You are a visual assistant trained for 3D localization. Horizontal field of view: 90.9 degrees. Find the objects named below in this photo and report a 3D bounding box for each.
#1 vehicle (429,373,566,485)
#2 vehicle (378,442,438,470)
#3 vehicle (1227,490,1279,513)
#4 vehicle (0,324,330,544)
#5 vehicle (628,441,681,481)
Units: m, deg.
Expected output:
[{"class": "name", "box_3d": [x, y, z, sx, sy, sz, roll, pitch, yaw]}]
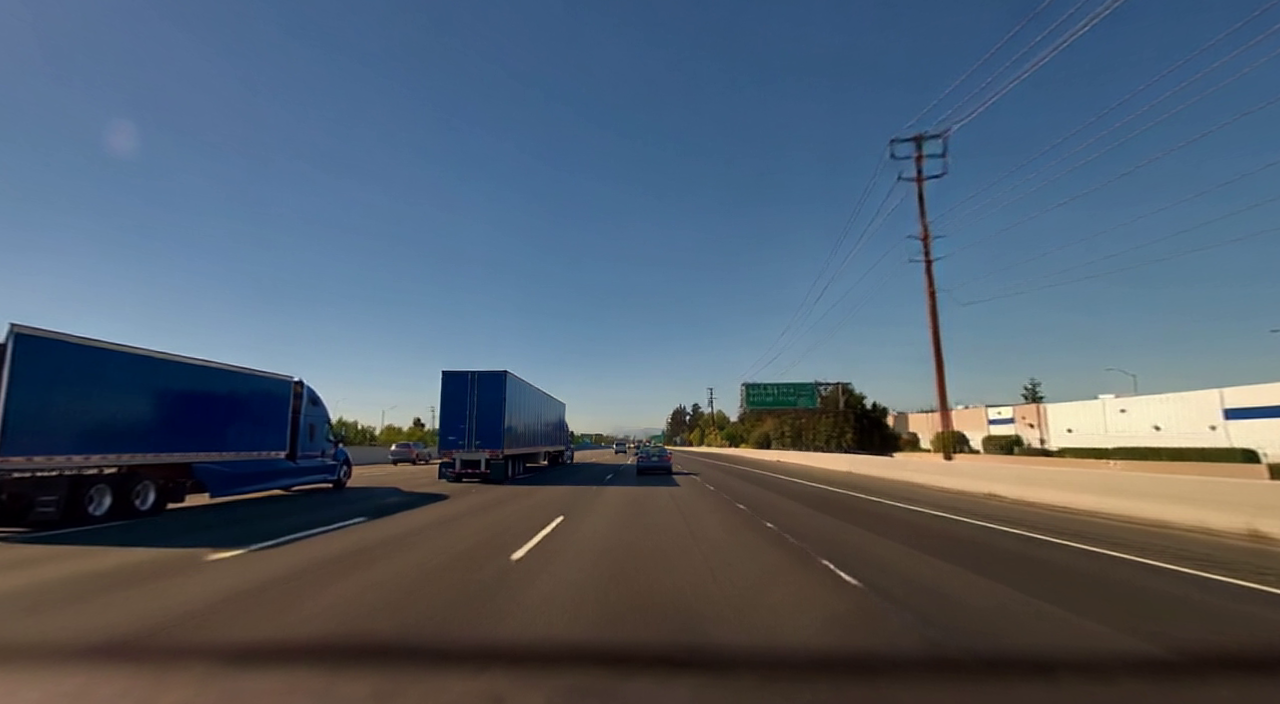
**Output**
[{"class": "vehicle", "box_3d": [-6.088, 3.942, 30.778, 2.907, 4.081, 15.311, 0, -9, 1]}, {"class": "vehicle", "box_3d": [-14.365, 6.463, 39.380, 1.938, 1.679, 4.469, 0, -9, 1]}, {"class": "vehicle", "box_3d": [49.772, 11.859, 49.924, 4.441, 1.614, 1.955, 0, -9, 2]}, {"class": "vehicle", "box_3d": [-10.588, 1.850, 13.529, 2.896, 3.140, 9.491, 0, -9, 1]}, {"class": "vehicle", "box_3d": [0.567, 4.551, 26.630, 2.055, 1.514, 4.323, 0, -9, 0]}]
